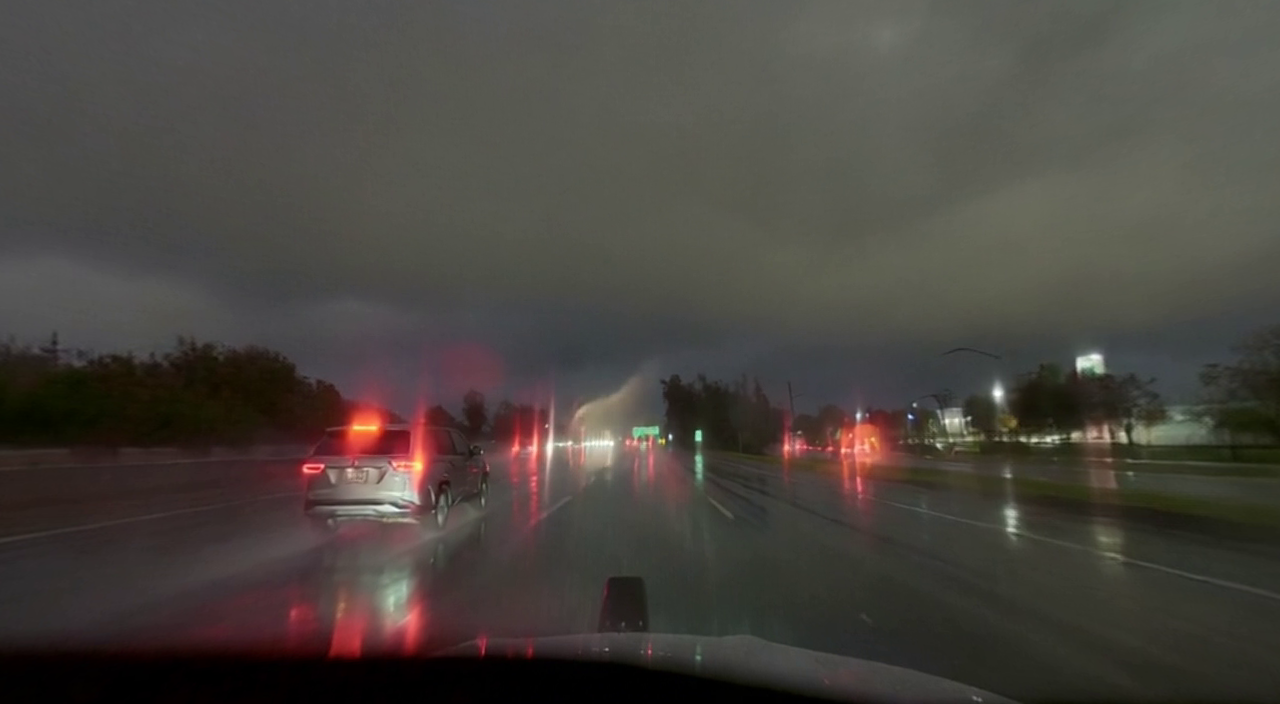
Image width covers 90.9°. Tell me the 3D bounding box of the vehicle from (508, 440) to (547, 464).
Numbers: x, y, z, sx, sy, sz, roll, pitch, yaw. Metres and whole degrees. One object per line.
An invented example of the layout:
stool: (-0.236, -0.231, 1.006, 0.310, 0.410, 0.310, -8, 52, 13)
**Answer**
vehicle: (-7.798, 6.966, 43.980, 1.871, 1.542, 4.371, 0, -8, 0)

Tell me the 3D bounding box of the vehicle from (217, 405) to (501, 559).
vehicle: (-3.760, 1.835, 9.598, 2.214, 1.759, 4.435, -1, -8, 1)

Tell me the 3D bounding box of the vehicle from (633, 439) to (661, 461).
vehicle: (0.496, 7.537, 48.747, 2.023, 1.589, 4.030, 0, -8, -1)
